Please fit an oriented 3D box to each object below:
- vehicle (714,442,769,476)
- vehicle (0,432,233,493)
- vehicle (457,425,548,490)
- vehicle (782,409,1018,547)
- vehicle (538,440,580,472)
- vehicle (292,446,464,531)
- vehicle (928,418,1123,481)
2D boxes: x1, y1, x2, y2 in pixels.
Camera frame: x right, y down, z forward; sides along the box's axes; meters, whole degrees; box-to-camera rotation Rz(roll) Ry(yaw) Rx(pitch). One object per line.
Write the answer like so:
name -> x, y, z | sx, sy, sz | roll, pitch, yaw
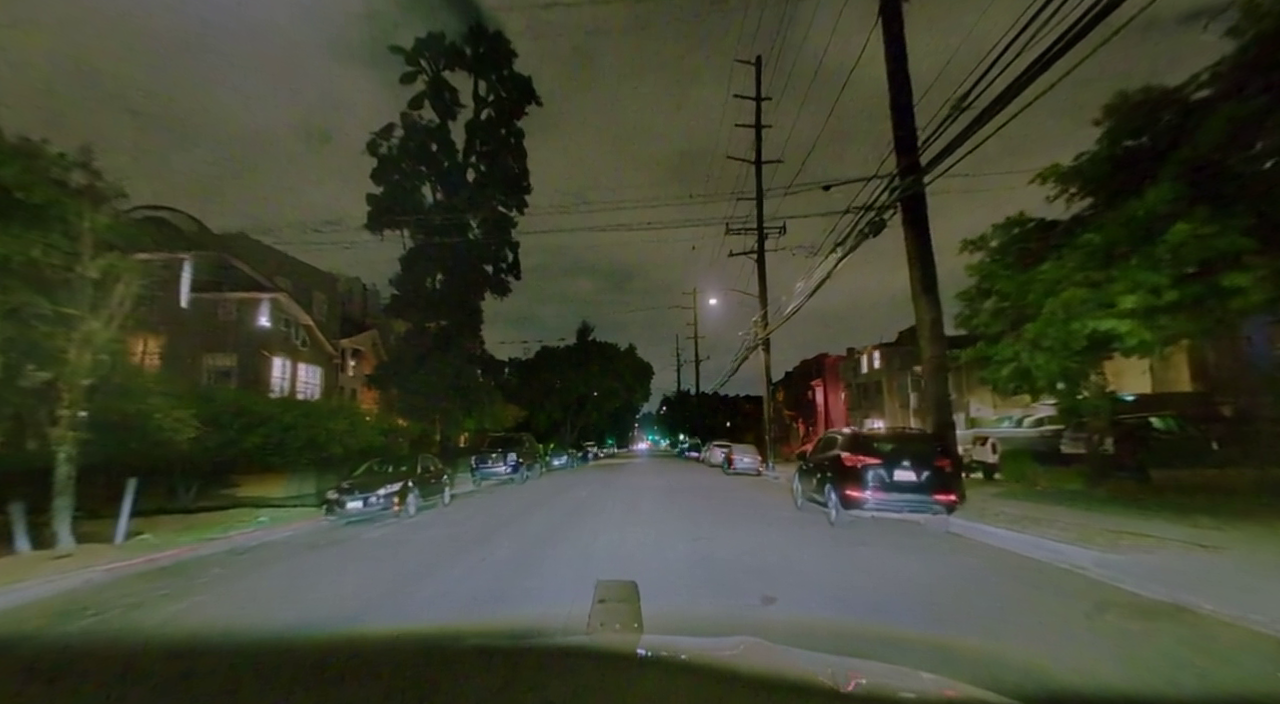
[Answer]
vehicle -> 4.646, 4.941, 29.539 | 1.893, 1.437, 4.369 | 0, -8, 0
vehicle -> -16.312, 3.380, 19.561 | 5.908, 1.762, 2.107 | 0, -8, 0
vehicle -> -5.104, 4.001, 24.357 | 2.242, 2.135, 5.566 | -2, -8, 0
vehicle -> 3.863, 1.954, 10.414 | 2.049, 1.776, 4.285 | 0, -8, 0
vehicle -> -4.886, 6.346, 38.761 | 1.873, 1.709, 4.206 | -4, -8, 1
vehicle -> -5.328, 2.784, 13.590 | 1.824, 1.417, 4.395 | -2, -8, 1
vehicle -> 11.714, 2.984, 19.465 | 4.659, 1.819, 2.001 | 0, -8, 0
